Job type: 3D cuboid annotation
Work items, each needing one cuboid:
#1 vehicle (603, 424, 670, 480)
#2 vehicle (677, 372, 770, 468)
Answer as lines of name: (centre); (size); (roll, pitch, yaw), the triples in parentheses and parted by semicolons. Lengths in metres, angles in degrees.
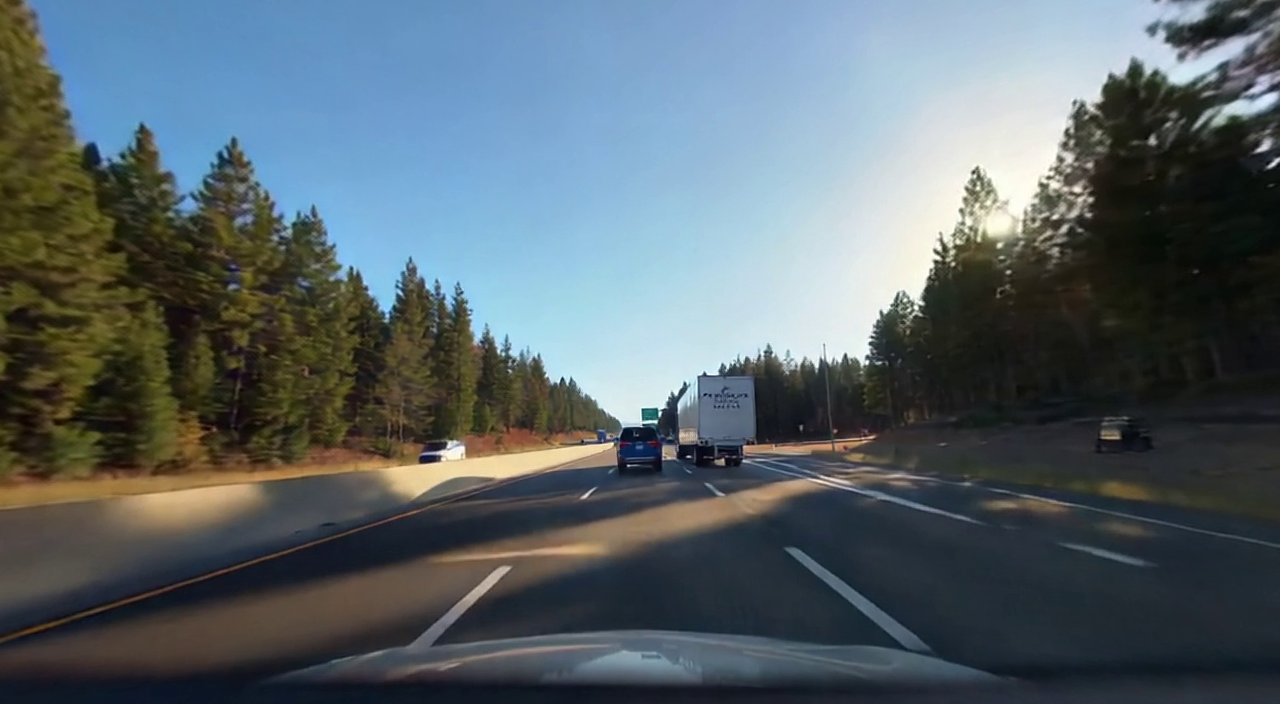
vehicle: (-0.131, 3.654, 23.240); (2.222, 1.848, 4.610); (0, -8, 0)
vehicle: (4.107, 4.134, 35.695); (2.899, 4.160, 16.621); (0, -8, 0)
